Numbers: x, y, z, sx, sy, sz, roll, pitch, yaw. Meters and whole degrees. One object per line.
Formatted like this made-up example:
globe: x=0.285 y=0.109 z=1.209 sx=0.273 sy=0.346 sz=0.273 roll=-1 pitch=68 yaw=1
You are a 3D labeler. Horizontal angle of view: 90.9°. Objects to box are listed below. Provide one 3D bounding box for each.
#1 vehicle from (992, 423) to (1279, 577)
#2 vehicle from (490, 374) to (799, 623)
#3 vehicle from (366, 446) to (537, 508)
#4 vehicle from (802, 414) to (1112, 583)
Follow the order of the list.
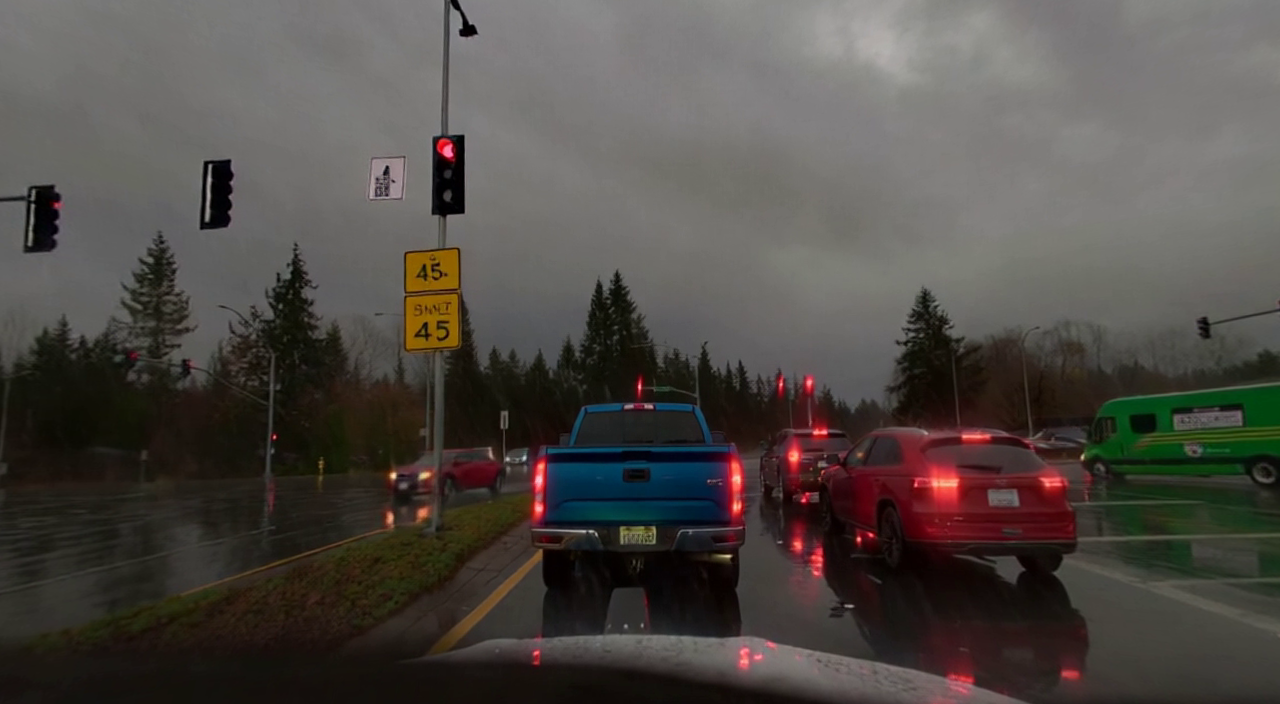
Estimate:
vehicle: x=6.847 y=1.741 z=8.259 sx=1.973 sy=1.470 sz=4.228 roll=0 pitch=-8 yaw=0
vehicle: x=0.065 y=1.471 z=7.332 sx=2.326 sy=1.880 sz=4.964 roll=0 pitch=-8 yaw=1
vehicle: x=-5.513 y=3.681 z=19.290 sx=2.410 sy=1.596 sz=4.931 roll=-4 pitch=-9 yaw=22
vehicle: x=3.596 y=1.718 z=8.184 sx=1.981 sy=1.616 sz=4.006 roll=0 pitch=-8 yaw=1
